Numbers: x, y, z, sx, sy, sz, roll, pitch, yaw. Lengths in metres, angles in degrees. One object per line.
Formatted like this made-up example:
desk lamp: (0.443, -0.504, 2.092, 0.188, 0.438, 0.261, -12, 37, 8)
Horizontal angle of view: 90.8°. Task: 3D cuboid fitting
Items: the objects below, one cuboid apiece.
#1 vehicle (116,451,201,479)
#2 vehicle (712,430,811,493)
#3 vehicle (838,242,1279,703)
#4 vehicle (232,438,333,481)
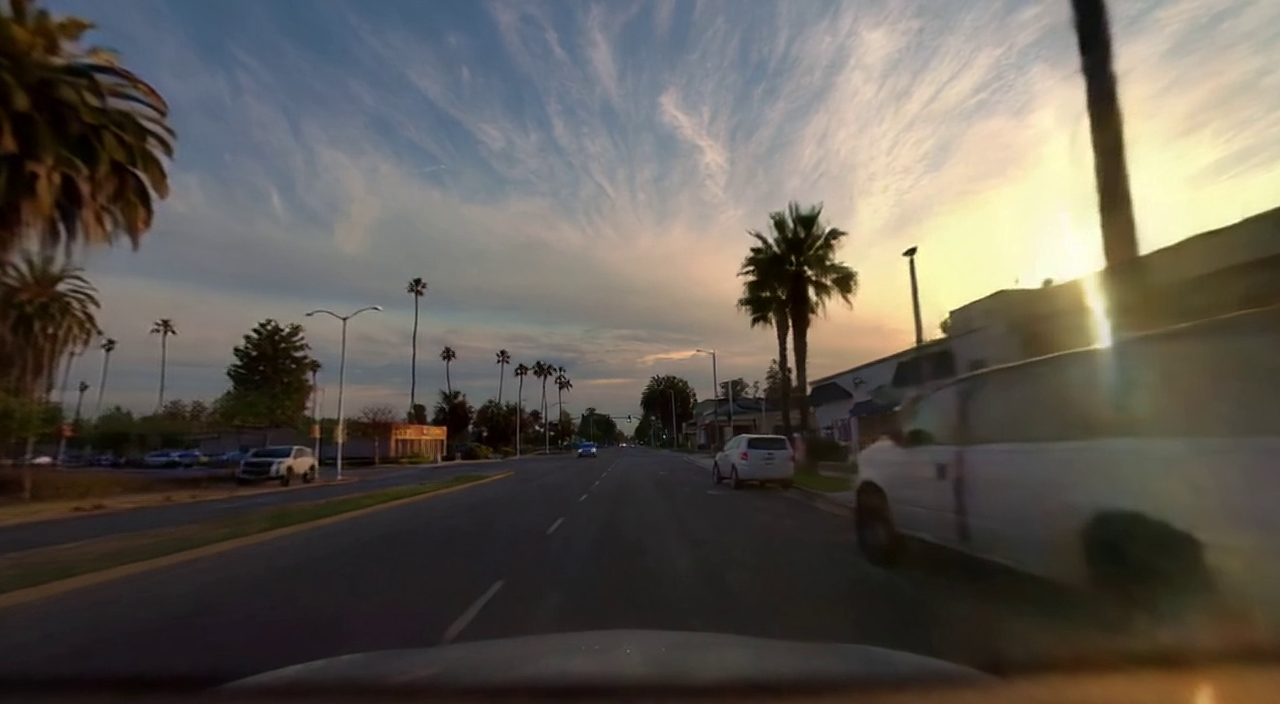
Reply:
vehicle: (-37.778, 8.855, 49.641, 4.828, 1.948, 2.094, -1, -9, -3)
vehicle: (3.662, 3.380, 19.904, 2.138, 1.743, 4.363, 0, -8, -1)
vehicle: (3.709, 1.057, 5.275, 2.198, 2.123, 6.218, 0, -9, 1)
vehicle: (-19.448, 5.778, 34.230, 6.167, 2.125, 2.526, -7, -10, 38)
